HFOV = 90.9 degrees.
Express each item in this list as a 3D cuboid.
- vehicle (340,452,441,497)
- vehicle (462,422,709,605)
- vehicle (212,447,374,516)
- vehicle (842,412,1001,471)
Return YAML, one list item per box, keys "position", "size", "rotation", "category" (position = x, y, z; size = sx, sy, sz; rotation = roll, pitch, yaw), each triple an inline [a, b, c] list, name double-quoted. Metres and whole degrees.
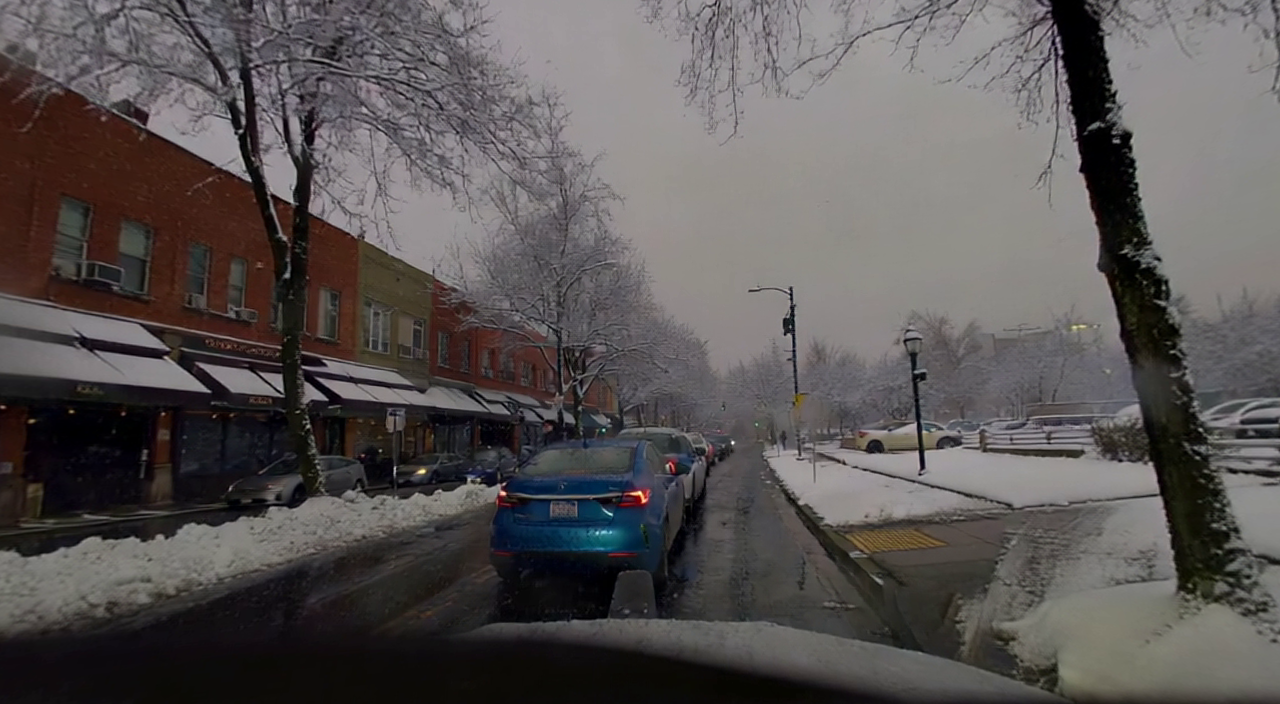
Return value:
- position: [-10.265, 5.032, 26.280]
  size: [1.826, 1.432, 4.556]
  rotation: [-7, -9, 8]
  category: "vehicle"
- position: [-0.279, 1.635, 7.297]
  size: [1.939, 1.478, 3.922]
  rotation: [-2, -8, 9]
  category: "vehicle"
- position: [-11.013, 4.069, 20.589]
  size: [2.081, 1.718, 5.342]
  rotation: [-6, -9, 3]
  category: "vehicle"
- position: [9.037, 2.831, 20.242]
  size: [4.558, 1.528, 1.915]
  rotation: [0, -8, -23]
  category: "vehicle"
